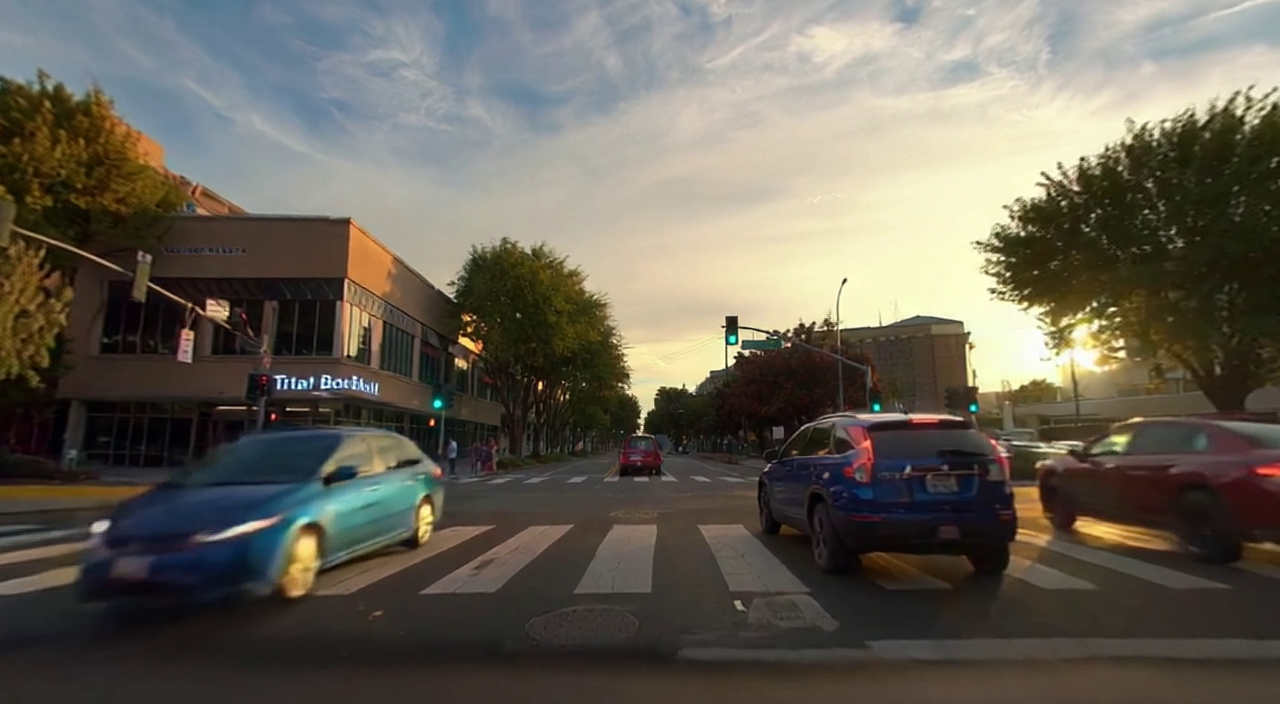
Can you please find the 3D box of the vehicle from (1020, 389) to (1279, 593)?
[{"bbox_3d":[6.233,1.362,6.729,1.792,1.682,4.089,0,-8,1],"label":"vehicle"}]

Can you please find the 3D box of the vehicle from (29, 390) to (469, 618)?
[{"bbox_3d":[-3.446,1.404,6.730,1.961,1.658,4.064,-1,-8,2],"label":"vehicle"}]

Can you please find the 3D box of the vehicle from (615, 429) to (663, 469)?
[{"bbox_3d":[-0.112,5.218,34.007,2.390,1.948,5.344,0,-8,-1],"label":"vehicle"}]

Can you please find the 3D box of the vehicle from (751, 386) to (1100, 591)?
[{"bbox_3d":[2.851,1.493,7.800,2.048,1.725,4.754,0,-8,0],"label":"vehicle"}]
